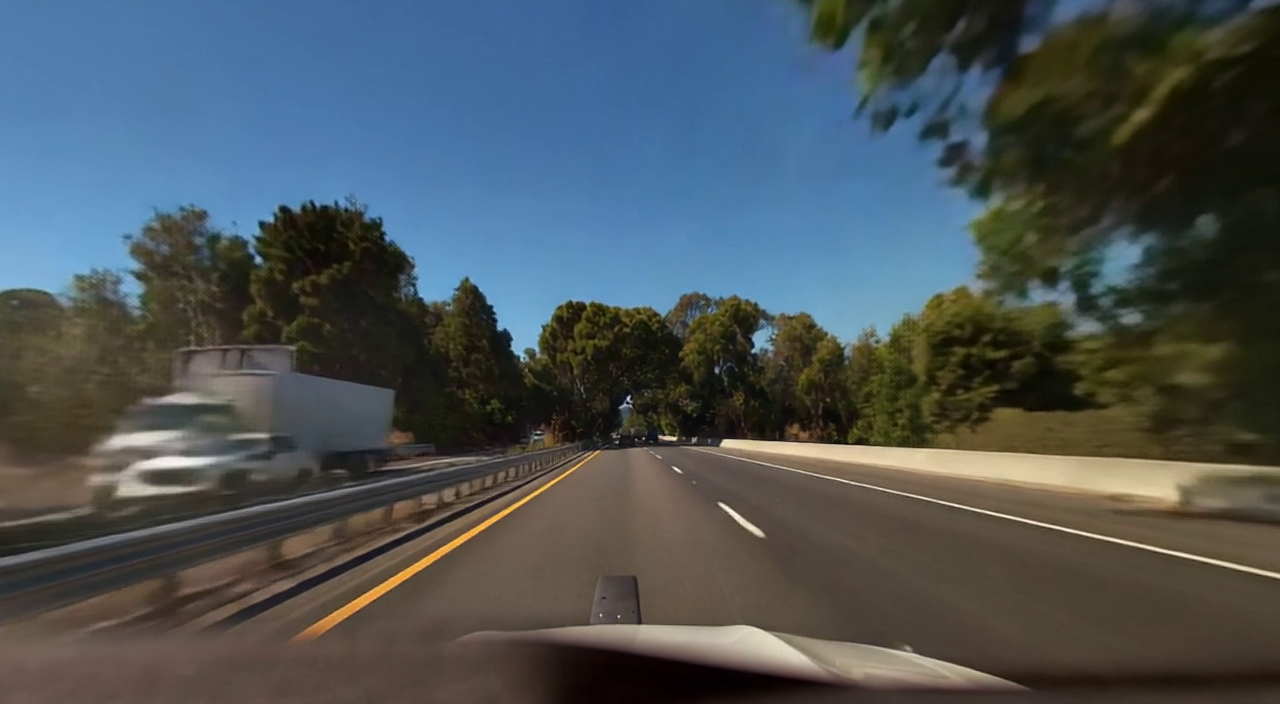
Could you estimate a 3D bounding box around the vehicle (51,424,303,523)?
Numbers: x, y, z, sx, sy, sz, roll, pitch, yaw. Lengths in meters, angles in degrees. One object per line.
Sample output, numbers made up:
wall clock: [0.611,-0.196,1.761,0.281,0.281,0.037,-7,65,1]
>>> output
vehicle: [-10.019,2.624,14.215,2.434,1.856,4.296,0,-8,-1]

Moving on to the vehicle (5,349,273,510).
vehicle: [-14.277,2.317,18.761,2.984,4.005,5.879,0,-8,-1]
